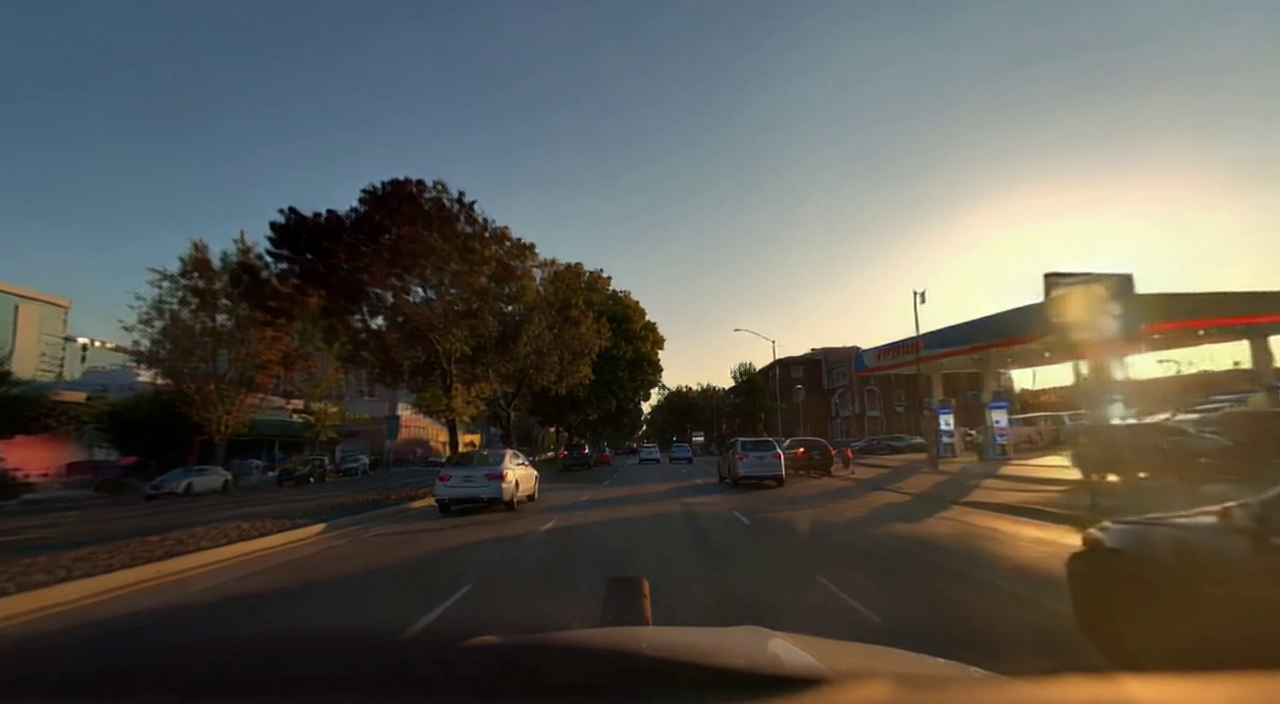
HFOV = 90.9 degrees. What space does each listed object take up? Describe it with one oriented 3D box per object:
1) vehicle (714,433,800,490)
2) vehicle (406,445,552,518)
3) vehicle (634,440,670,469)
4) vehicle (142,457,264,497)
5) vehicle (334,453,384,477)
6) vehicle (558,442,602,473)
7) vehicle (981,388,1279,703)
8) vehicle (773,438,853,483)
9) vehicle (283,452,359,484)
[{"bbox_3d":[3.821,3.669,21.485,1.980,1.709,4.813,0,-8,0],"label":"vehicle"},{"bbox_3d":[-3.336,2.767,14.086,2.013,1.354,4.393,0,-8,1],"label":"vehicle"},{"bbox_3d":[0.730,6.472,40.010,2.192,1.674,4.124,0,-8,1],"label":"vehicle"},{"bbox_3d":[-19.102,5.463,27.881,1.890,1.472,4.769,0,-8,1],"label":"vehicle"},{"bbox_3d":[-21.805,8.772,49.088,1.821,1.645,4.211,0,-8,1],"label":"vehicle"},{"bbox_3d":[-3.263,5.834,35.140,1.988,1.645,3.995,0,-8,1],"label":"vehicle"},{"bbox_3d":[3.170,0.819,1.767,1.919,1.502,4.572,0,-8,1],"label":"vehicle"},{"bbox_3d":[7.340,4.671,27.328,2.417,1.736,5.043,-1,-9,5],"label":"vehicle"},{"bbox_3d":[-18.555,6.741,36.944,1.947,1.616,4.638,0,-8,1],"label":"vehicle"}]
